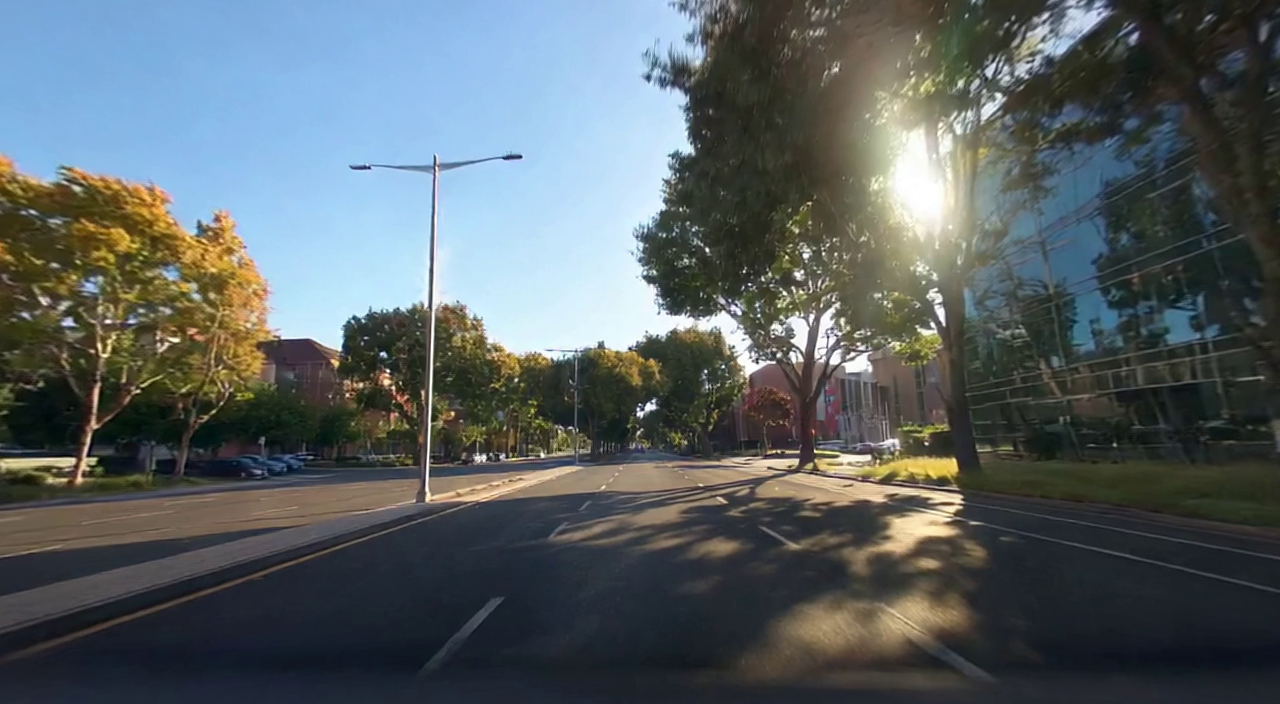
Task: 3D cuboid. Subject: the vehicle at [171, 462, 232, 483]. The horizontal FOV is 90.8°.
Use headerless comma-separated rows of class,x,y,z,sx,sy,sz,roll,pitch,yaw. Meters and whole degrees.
vehicle,-34.435,9.452,49.760,1.569,1.422,4.542,1,-8,0
